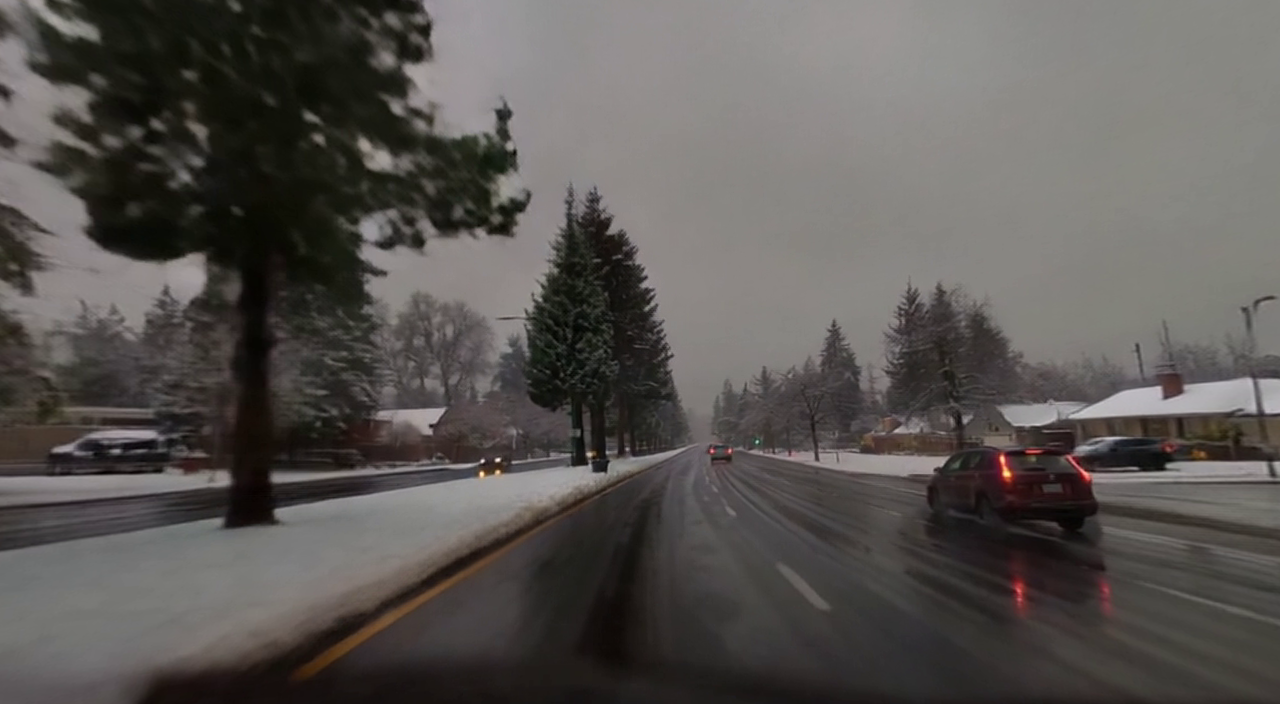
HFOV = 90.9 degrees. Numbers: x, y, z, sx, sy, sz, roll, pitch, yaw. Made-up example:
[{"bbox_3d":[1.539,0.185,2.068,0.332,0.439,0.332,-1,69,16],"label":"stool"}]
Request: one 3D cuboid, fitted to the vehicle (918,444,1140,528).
[{"bbox_3d":[7.782,2.678,13.260,1.855,1.444,4.389,0,-8,0],"label":"vehicle"}]
